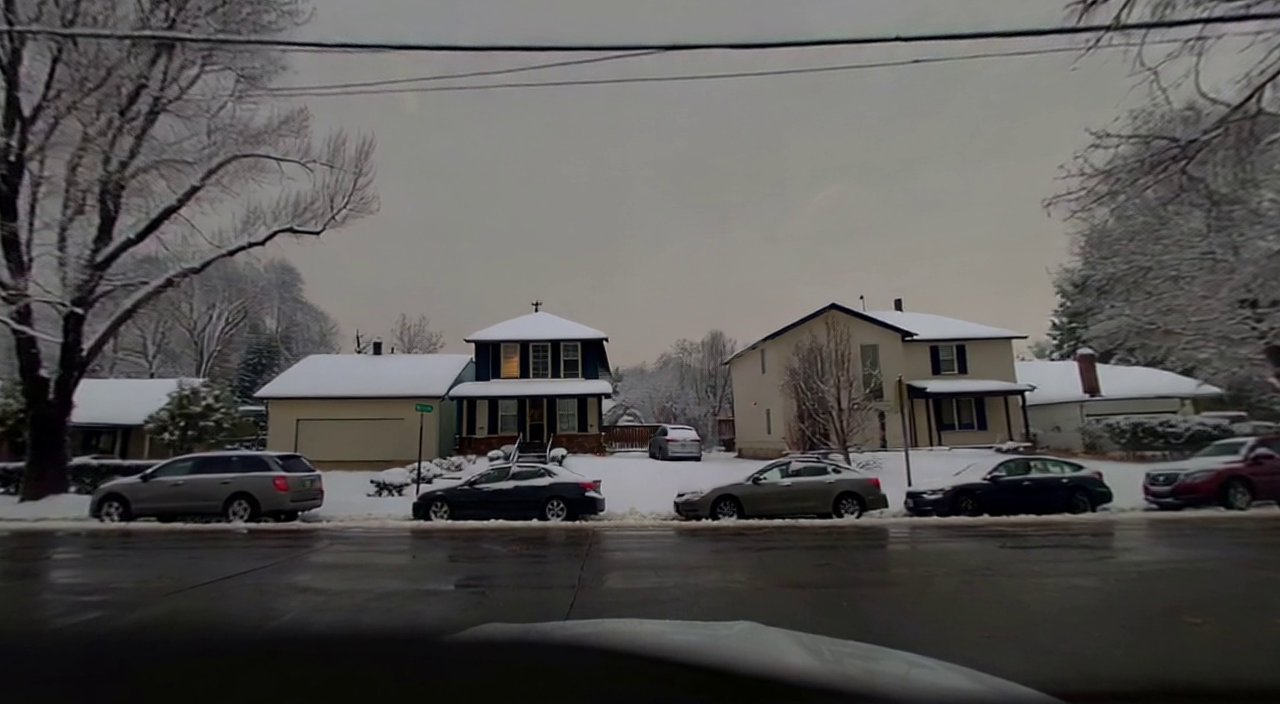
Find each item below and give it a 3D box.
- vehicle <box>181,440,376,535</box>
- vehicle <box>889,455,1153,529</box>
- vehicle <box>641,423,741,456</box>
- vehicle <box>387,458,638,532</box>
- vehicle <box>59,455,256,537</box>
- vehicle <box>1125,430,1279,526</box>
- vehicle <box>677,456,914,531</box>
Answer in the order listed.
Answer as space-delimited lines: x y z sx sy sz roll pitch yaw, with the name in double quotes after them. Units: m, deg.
-8.621 3.212 15.649 2.046 1.969 4.585 0 -9 1 "vehicle"
8.337 3.055 14.049 4.785 1.471 1.798 1 -8 -4 "vehicle"
2.369 4.183 30.033 4.565 1.479 1.775 0 -8 -2 "vehicle"
-2.594 3.077 13.788 5.075 1.436 1.863 0 -8 0 "vehicle"
-11.612 3.425 15.572 1.827 1.648 4.030 0 -9 -4 "vehicle"
14.508 2.834 14.567 4.513 1.970 2.512 1 -8 -4 "vehicle"
3.197 3.028 13.699 4.663 1.452 1.801 0 -8 0 "vehicle"
